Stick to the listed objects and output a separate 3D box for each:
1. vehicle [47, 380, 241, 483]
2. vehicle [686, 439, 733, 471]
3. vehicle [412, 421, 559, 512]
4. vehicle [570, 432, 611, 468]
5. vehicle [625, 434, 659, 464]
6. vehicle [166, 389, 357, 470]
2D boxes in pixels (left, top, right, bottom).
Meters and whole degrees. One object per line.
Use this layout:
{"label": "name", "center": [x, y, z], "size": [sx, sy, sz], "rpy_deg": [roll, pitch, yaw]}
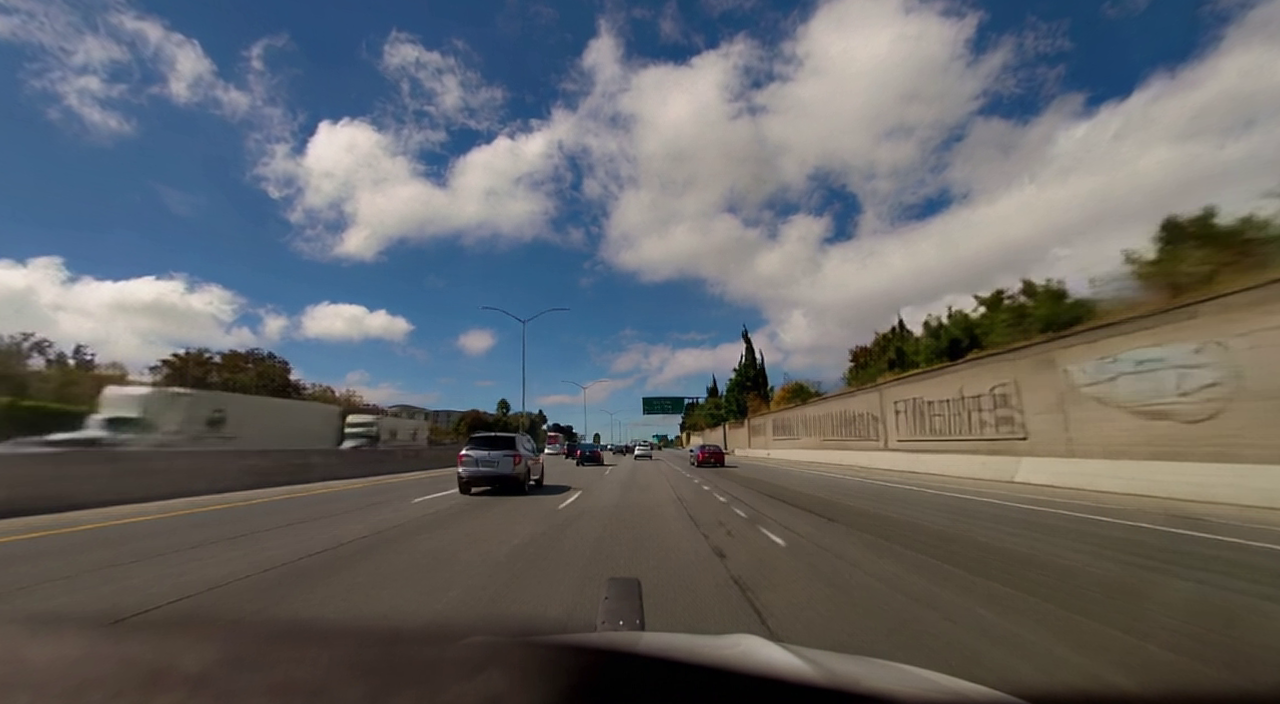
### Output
{"label": "vehicle", "center": [-20.943, 3.479, 27.217], "size": [3.067, 3.909, 6.152], "rpy_deg": [0, -9, 1]}
{"label": "vehicle", "center": [4.040, 6.095, 37.417], "size": [2.224, 1.752, 4.487], "rpy_deg": [0, -9, 0]}
{"label": "vehicle", "center": [-3.507, 2.734, 15.592], "size": [2.184, 1.819, 5.441], "rpy_deg": [0, -9, 1]}
{"label": "vehicle", "center": [-3.224, 6.503, 41.903], "size": [2.378, 2.214, 4.352], "rpy_deg": [0, -9, 0]}
{"label": "vehicle", "center": [0.157, 7.526, 49.023], "size": [2.485, 2.215, 5.199], "rpy_deg": [0, -9, 0]}
{"label": "vehicle", "center": [-20.993, 4.658, 36.574], "size": [2.900, 3.876, 12.954], "rpy_deg": [0, -9, 1]}
